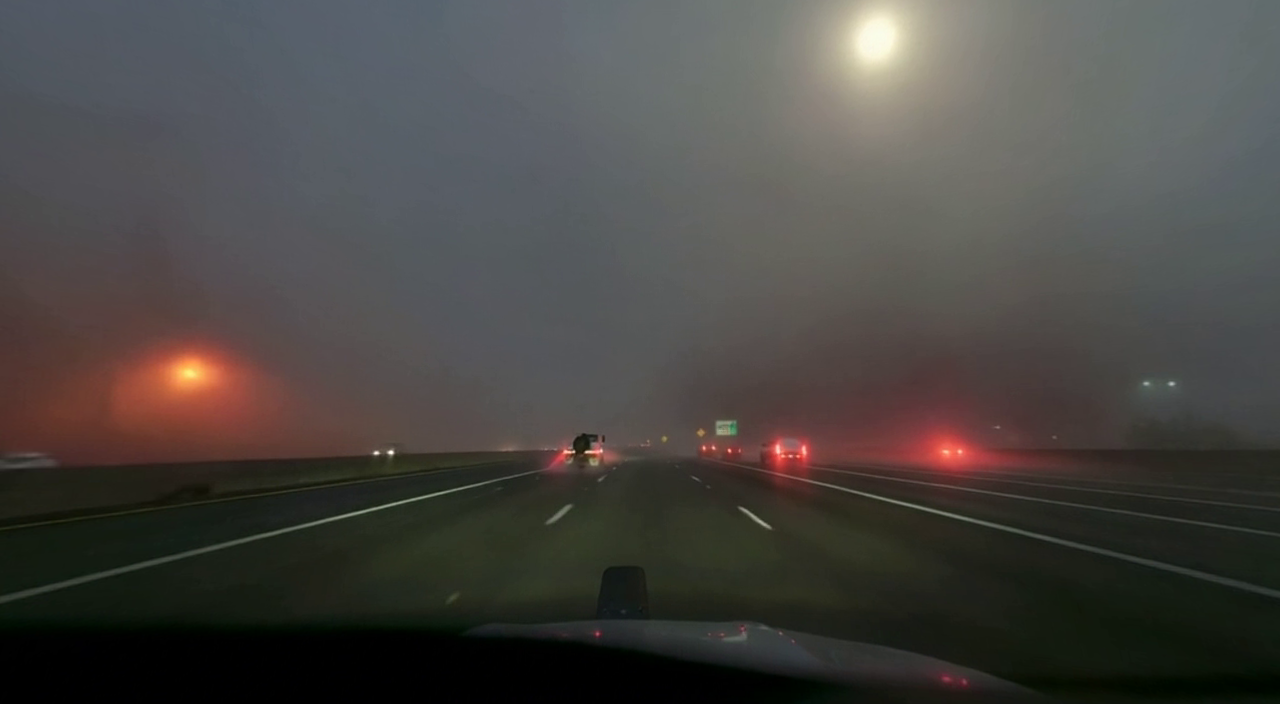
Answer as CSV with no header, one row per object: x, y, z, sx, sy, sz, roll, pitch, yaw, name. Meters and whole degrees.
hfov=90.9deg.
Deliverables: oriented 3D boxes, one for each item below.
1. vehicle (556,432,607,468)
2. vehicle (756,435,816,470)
-3.307,5.698,36.835,2.453,1.952,5.320,0,-8,1,vehicle
7.547,5.247,33.090,2.063,1.706,4.259,0,-8,-1,vehicle
